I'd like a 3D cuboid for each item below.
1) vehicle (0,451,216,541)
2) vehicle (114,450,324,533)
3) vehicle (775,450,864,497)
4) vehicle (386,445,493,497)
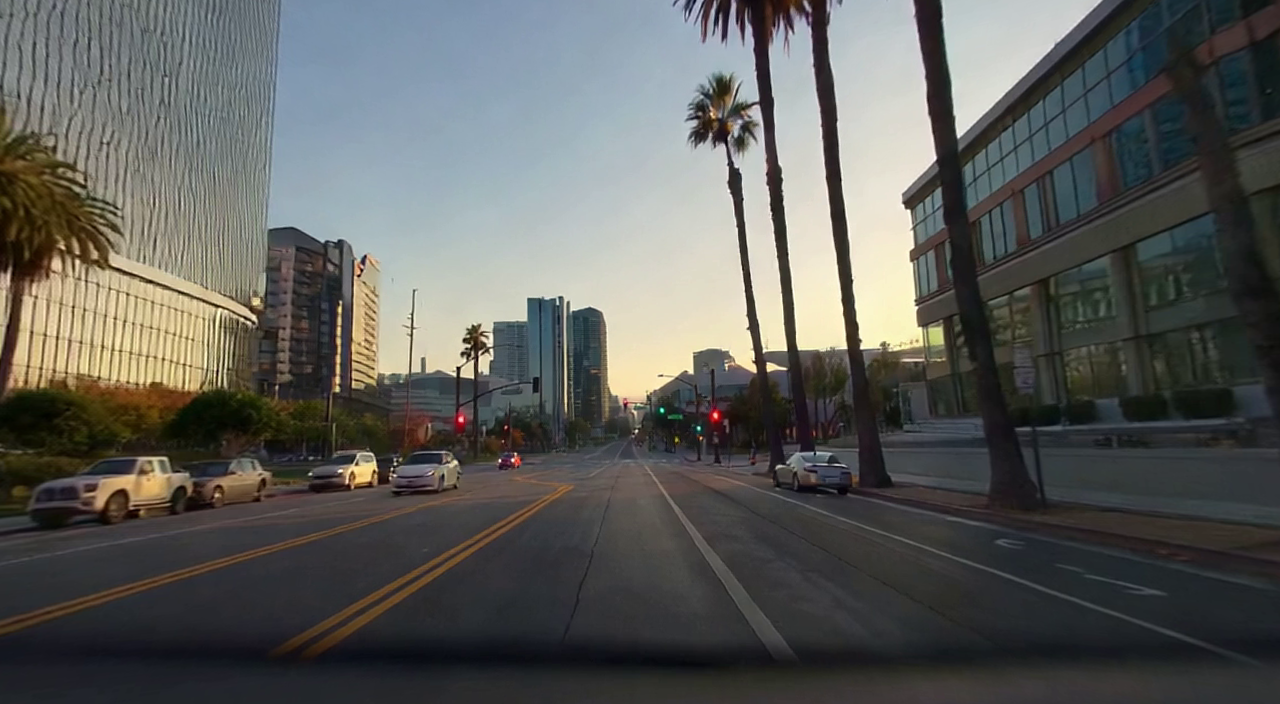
[{"bbox_3d":[-13.308,3.524,16.133,1.993,1.706,4.469,-6,-8,-2],"label":"vehicle"},{"bbox_3d":[-9.938,3.266,15.522,1.952,1.531,4.750,-4,-8,0],"label":"vehicle"},{"bbox_3d":[5.655,3.855,20.387,1.784,1.350,3.677,0,-8,0],"label":"vehicle"},{"bbox_3d":[-6.502,3.882,21.090,2.069,1.512,4.406,0,-8,1],"label":"vehicle"}]
